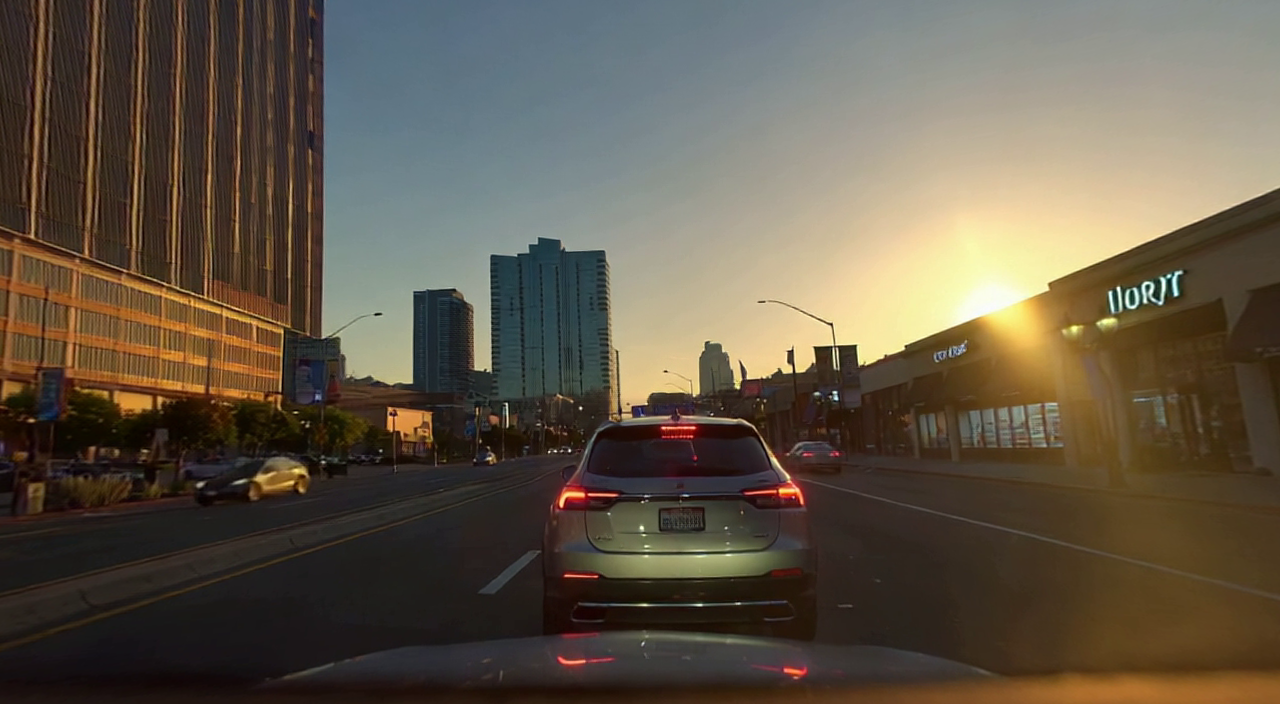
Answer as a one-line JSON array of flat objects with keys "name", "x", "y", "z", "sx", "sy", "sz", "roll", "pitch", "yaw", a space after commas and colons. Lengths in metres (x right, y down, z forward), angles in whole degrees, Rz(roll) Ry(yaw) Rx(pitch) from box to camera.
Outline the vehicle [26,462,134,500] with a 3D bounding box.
[{"name": "vehicle", "x": -28.661, "y": 6.610, "z": 32.444, "sx": 2.018, "sy": 1.716, "sz": 4.042, "roll": -1, "pitch": -10, "yaw": -5}]

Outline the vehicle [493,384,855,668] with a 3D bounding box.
[{"name": "vehicle", "x": 0.200, "y": 1.310, "z": 5.735, "sx": 2.125, "sy": 1.669, "sz": 3.880, "roll": 0, "pitch": -8, "yaw": 0}]

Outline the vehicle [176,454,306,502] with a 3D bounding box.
[{"name": "vehicle", "x": -14.017, "y": 4.423, "z": 22.458, "sx": 1.991, "sy": 1.486, "sz": 3.844, "roll": 0, "pitch": -8, "yaw": 2}]

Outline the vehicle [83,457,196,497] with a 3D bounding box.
[{"name": "vehicle", "x": -25.843, "y": 6.416, "z": 32.845, "sx": 2.026, "sy": 1.808, "sz": 4.835, "roll": 0, "pitch": -8, "yaw": -2}]
